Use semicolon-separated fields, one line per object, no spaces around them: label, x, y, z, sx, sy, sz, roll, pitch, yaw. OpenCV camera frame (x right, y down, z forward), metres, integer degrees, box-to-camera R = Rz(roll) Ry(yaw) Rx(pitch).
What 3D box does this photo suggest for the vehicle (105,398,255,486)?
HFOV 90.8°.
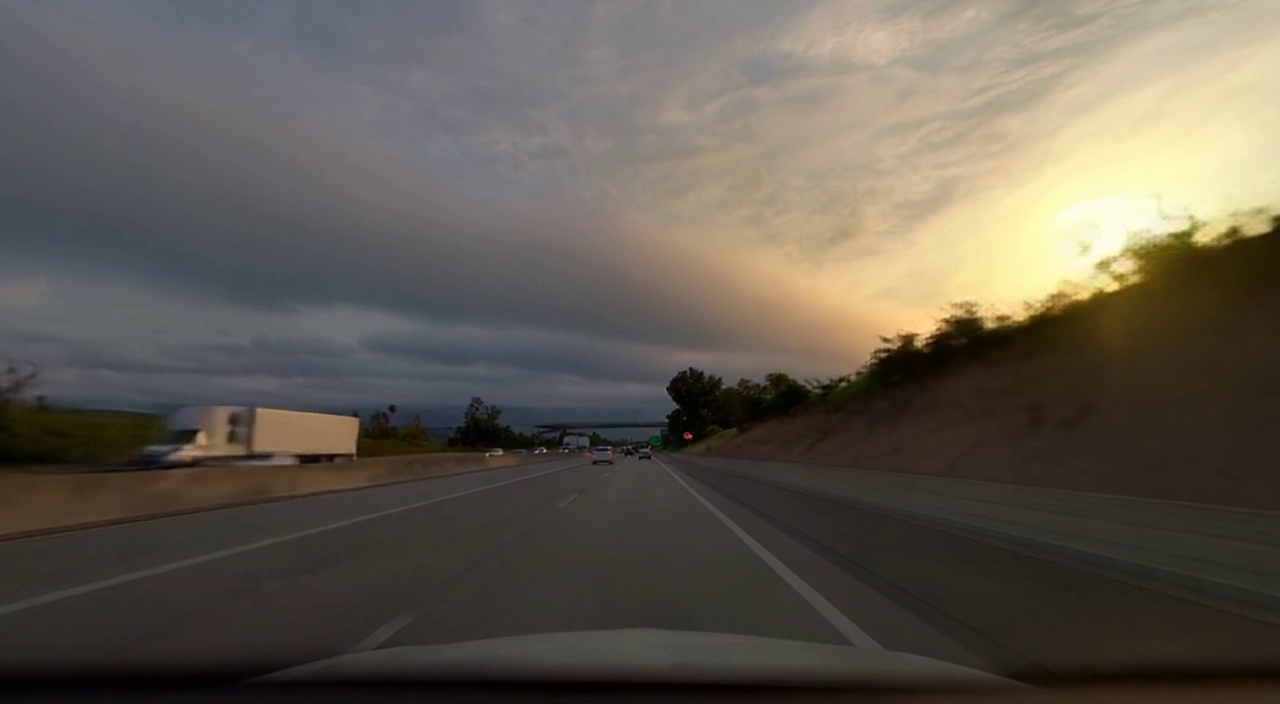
vehicle;-23.069;4.624;32.179;2.967;4.002;5.886;0;-9;0
